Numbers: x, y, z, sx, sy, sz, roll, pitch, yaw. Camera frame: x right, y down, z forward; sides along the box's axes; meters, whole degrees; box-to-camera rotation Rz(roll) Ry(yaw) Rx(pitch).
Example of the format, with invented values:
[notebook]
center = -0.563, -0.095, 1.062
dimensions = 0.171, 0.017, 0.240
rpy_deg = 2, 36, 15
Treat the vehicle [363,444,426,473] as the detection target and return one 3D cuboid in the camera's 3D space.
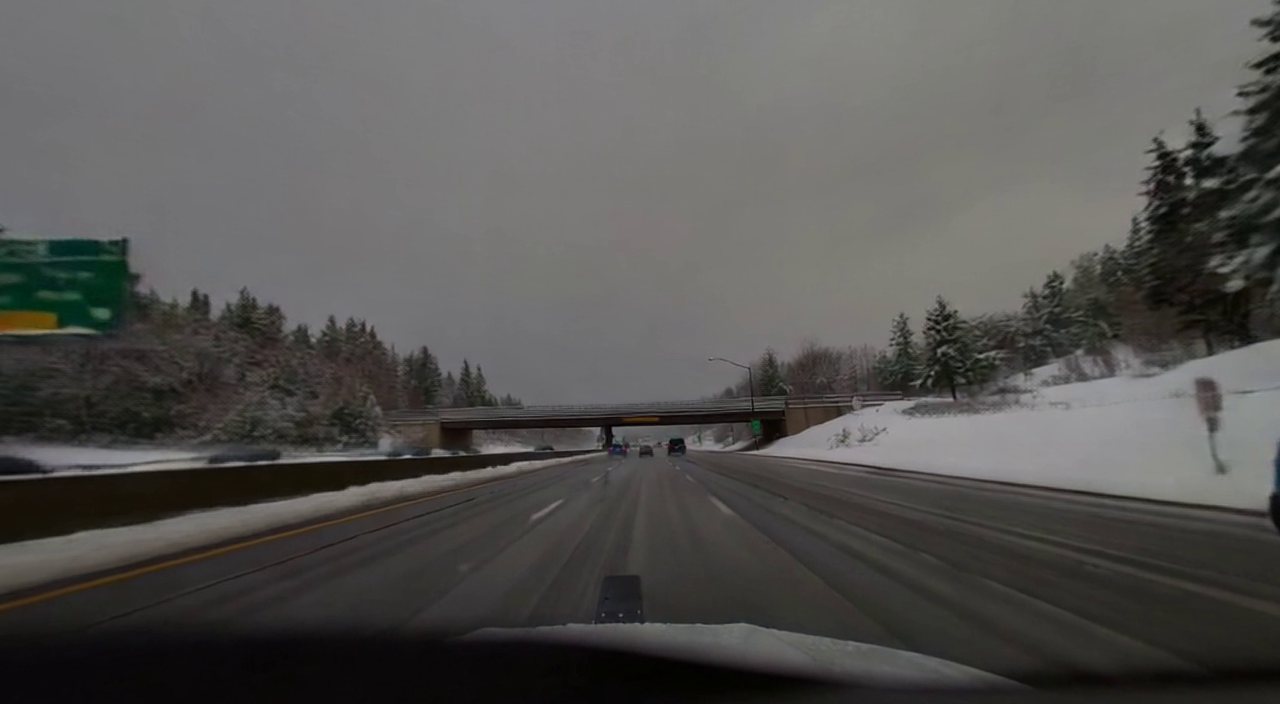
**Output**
[vehicle]
center = -16.603, 7.185, 43.031
dimensions = 2.022, 1.796, 5.309
rpy_deg = 0, -8, 2
